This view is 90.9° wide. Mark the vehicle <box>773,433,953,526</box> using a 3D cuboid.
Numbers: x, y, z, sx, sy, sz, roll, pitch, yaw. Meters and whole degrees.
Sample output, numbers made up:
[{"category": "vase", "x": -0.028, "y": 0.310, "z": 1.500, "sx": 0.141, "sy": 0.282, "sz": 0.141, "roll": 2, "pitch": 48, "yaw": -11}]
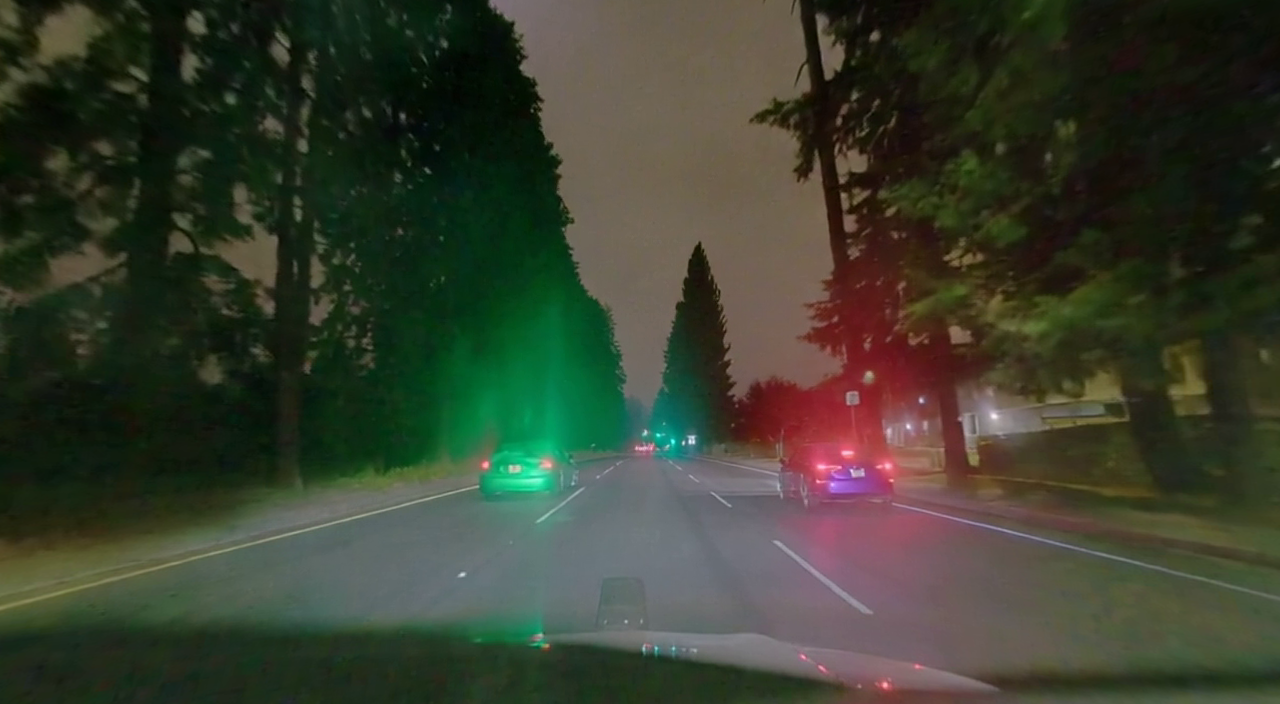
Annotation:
[{"category": "vehicle", "x": 4.162, "y": 2.418, "z": 12.694, "sx": 1.943, "sy": 1.471, "sz": 4.515, "roll": -1, "pitch": -8, "yaw": 0}]

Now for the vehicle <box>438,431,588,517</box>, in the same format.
[{"category": "vehicle", "x": -2.548, "y": 2.586, "z": 14.008, "sx": 2.206, "sy": 1.525, "sz": 4.695, "roll": -1, "pitch": -8, "yaw": 2}]
